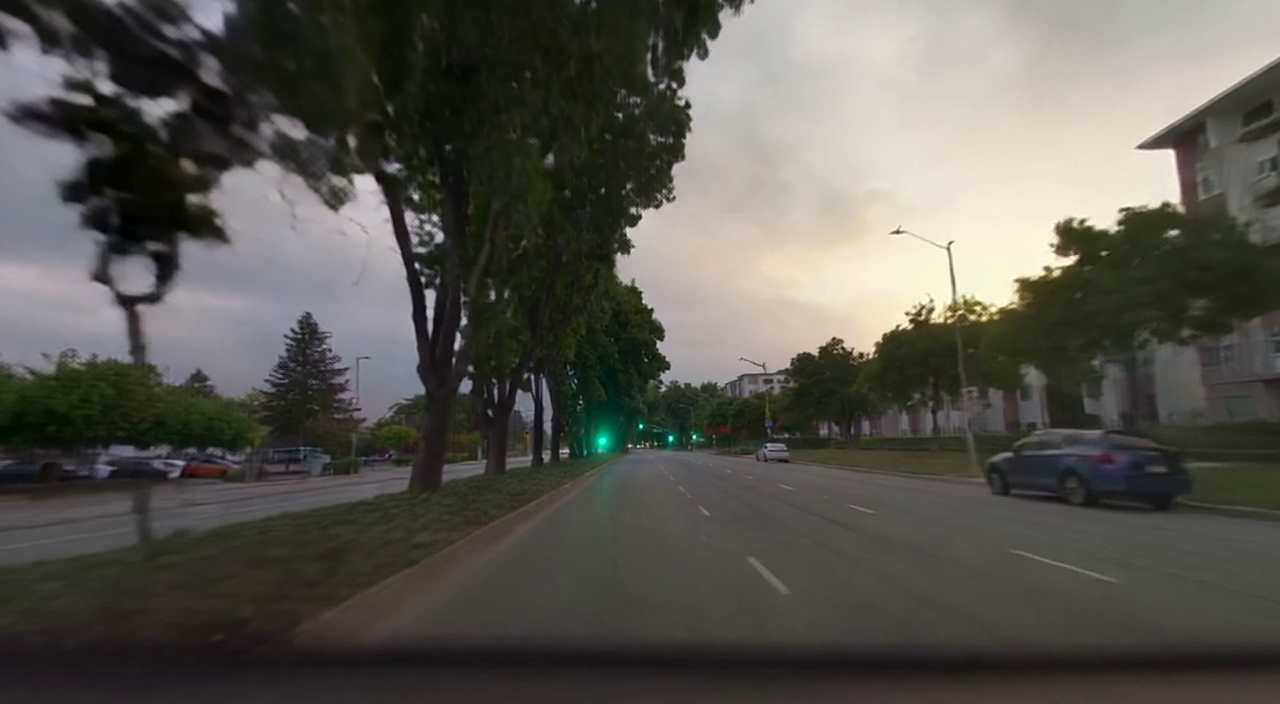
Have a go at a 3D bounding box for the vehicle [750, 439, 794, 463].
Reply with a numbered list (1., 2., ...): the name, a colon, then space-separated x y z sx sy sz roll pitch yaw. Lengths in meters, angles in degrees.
1. vehicle: 9.939 7.516 47.933 2.051 1.726 4.898 0 -9 -3

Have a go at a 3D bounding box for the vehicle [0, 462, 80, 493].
1. vehicle: -31.261 6.366 32.107 3.816 1.450 1.967 -1 -8 4

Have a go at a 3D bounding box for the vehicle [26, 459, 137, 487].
1. vehicle: -30.804 6.661 34.921 4.289 1.480 1.890 0 -8 1

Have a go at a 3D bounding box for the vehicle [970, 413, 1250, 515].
1. vehicle: 9.975 2.431 14.150 2.272 1.843 4.913 0 -9 -3

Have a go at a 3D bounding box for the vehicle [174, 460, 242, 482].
1. vehicle: -30.973 8.543 45.321 3.652 1.488 1.678 -1 -8 3
